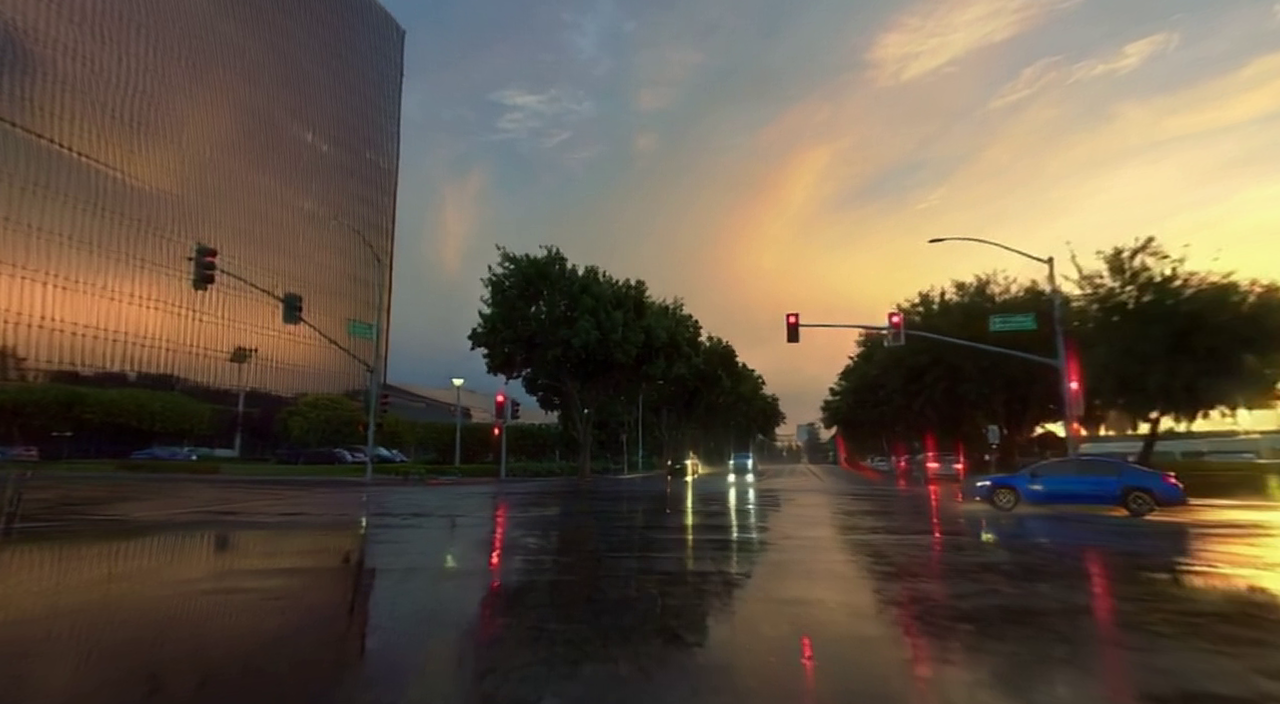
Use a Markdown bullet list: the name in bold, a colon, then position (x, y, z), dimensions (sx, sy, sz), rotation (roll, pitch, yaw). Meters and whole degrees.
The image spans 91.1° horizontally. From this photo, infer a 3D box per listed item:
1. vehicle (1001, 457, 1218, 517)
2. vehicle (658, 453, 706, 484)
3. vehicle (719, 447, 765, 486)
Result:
- **vehicle**: position (14.186, 4.029, 19.264), dimensions (1.971, 1.503, 4.896), rotation (7, -11, -39)
- **vehicle**: position (2.368, 6.283, 34.243), dimensions (2.068, 1.486, 4.664), rotation (-2, -9, 10)
- **vehicle**: position (4.872, 5.452, 30.255), dimensions (2.018, 1.699, 4.751), rotation (-1, -9, 8)
